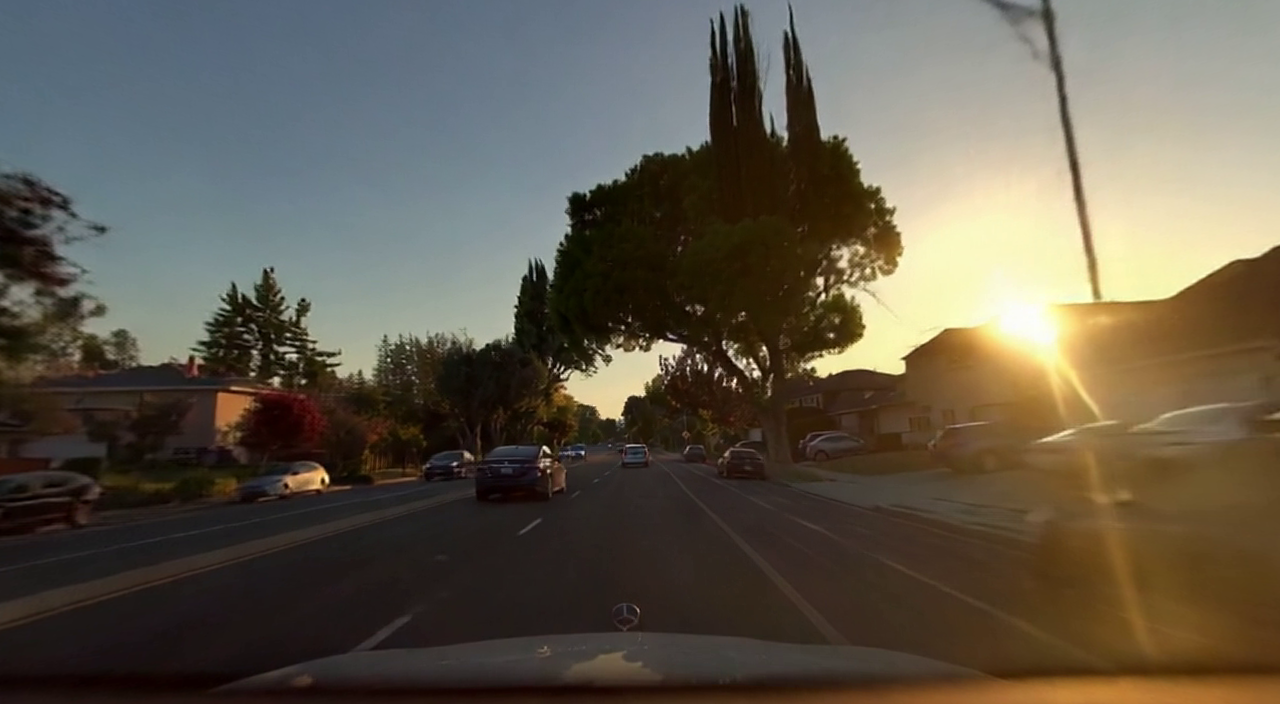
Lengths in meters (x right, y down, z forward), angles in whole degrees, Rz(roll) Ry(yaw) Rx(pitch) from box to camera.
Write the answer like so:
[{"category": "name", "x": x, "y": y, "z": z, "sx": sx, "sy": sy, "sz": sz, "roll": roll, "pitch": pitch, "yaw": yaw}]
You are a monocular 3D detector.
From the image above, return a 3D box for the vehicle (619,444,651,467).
[{"category": "vehicle", "x": -0.322, "y": 7.102, "z": 43.412, "sx": 2.088, "sy": 1.495, "sz": 4.048, "roll": 0, "pitch": -9, "yaw": 0}]

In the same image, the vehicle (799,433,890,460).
[{"category": "vehicle", "x": 11.618, "y": 5.391, "z": 36.125, "sx": 4.537, "sy": 1.465, "sz": 1.923, "roll": 0, "pitch": -8, "yaw": 2}]

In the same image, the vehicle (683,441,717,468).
[{"category": "vehicle", "x": 4.054, "y": 7.051, "z": 43.654, "sx": 1.943, "sy": 1.788, "sz": 4.462, "roll": 0, "pitch": -9, "yaw": 0}]

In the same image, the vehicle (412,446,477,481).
[{"category": "vehicle", "x": -10.271, "y": 5.882, "z": 33.528, "sx": 1.937, "sy": 1.701, "sz": 4.438, "roll": 0, "pitch": -9, "yaw": 1}]

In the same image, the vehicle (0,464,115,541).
[{"category": "vehicle", "x": -14.570, "y": 3.414, "z": 13.968, "sx": 1.904, "sy": 1.497, "sz": 4.848, "roll": -5, "pitch": -8, "yaw": -1}]

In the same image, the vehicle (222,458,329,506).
[{"category": "vehicle", "x": -14.781, "y": 5.246, "z": 25.949, "sx": 1.998, "sy": 1.498, "sz": 4.668, "roll": -5, "pitch": -8, "yaw": -5}]

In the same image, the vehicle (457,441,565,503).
[{"category": "vehicle", "x": -3.385, "y": 3.235, "z": 17.547, "sx": 2.027, "sy": 1.477, "sz": 4.413, "roll": 0, "pitch": -9, "yaw": 1}]

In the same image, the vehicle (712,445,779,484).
[{"category": "vehicle", "x": 4.289, "y": 4.615, "z": 26.312, "sx": 1.944, "sy": 1.470, "sz": 4.530, "roll": 0, "pitch": -9, "yaw": -1}]

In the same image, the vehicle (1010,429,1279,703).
[{"category": "vehicle", "x": 4.250, "y": 1.151, "z": 3.330, "sx": 1.881, "sy": 1.480, "sz": 4.536, "roll": 0, "pitch": -9, "yaw": 1}]
